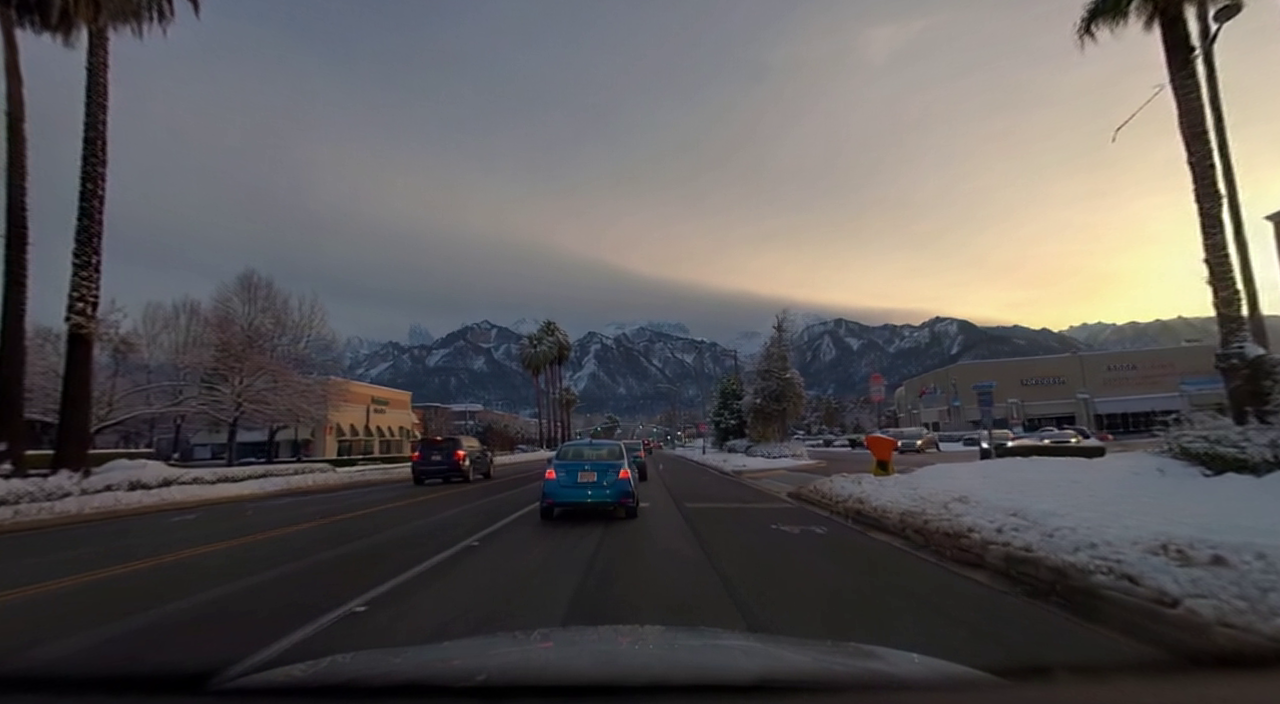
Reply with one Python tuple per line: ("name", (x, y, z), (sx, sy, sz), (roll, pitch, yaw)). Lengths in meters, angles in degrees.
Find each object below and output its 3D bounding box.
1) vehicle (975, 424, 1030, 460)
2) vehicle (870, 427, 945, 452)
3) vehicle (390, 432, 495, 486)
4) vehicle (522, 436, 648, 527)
("vehicle", (16.861, 4.186, 29.318), (1.961, 1.526, 4.640), (-5, -10, 30))
("vehicle", (19.063, 6.274, 45.152), (1.925, 1.652, 4.490), (6, -10, -35))
("vehicle", (-7.724, 4.249, 25.416), (2.400, 1.900, 5.325), (0, -8, 1))
("vehicle", (-0.986, 2.415, 12.362), (2.067, 1.459, 3.886), (0, -8, -3))
